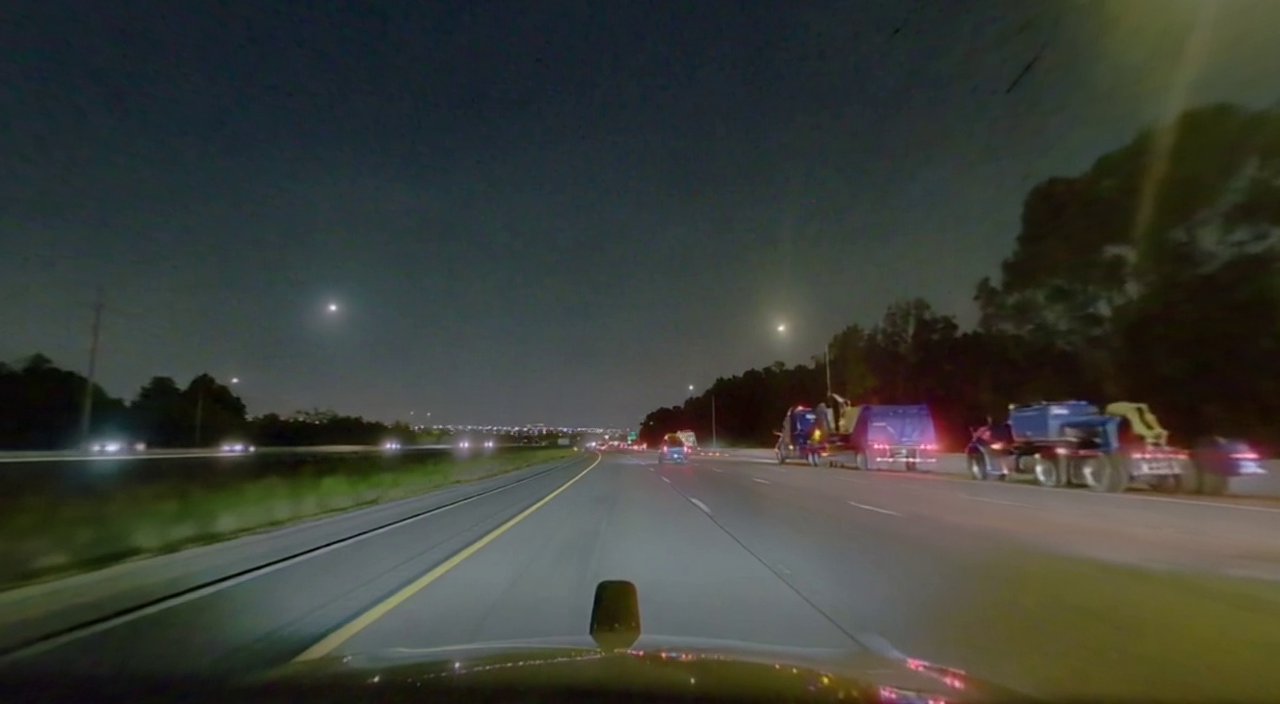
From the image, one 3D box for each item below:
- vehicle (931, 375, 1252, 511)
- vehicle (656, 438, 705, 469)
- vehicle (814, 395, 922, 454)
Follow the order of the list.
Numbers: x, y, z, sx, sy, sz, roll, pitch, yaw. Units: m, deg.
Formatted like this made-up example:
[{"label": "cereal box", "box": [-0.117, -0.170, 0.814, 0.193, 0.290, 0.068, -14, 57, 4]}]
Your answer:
[{"label": "vehicle", "box": [10.504, 2.286, 15.971, 2.873, 2.663, 6.922, 0, -8, -1]}, {"label": "vehicle", "box": [2.300, 5.922, 37.108, 2.305, 1.729, 4.526, 1, -8, -3]}, {"label": "vehicle", "box": [13.261, 4.383, 37.458, 3.476, 3.195, 6.407, 1, -8, -5]}]
